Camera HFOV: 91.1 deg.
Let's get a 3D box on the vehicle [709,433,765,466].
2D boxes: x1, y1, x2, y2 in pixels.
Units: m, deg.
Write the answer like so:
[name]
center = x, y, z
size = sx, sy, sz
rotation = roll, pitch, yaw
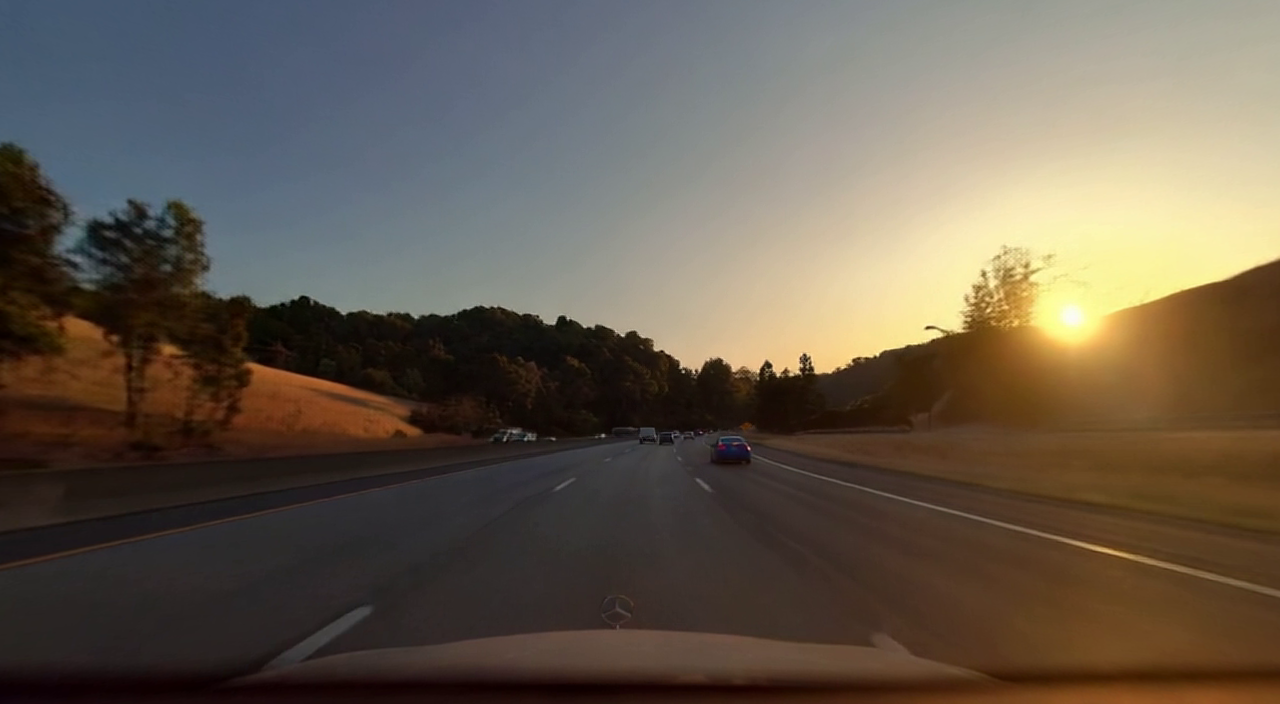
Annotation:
[vehicle]
center = 4.494, 4.584, 29.778
size = 1.982, 1.452, 4.294
rotation = 0, -8, 0
